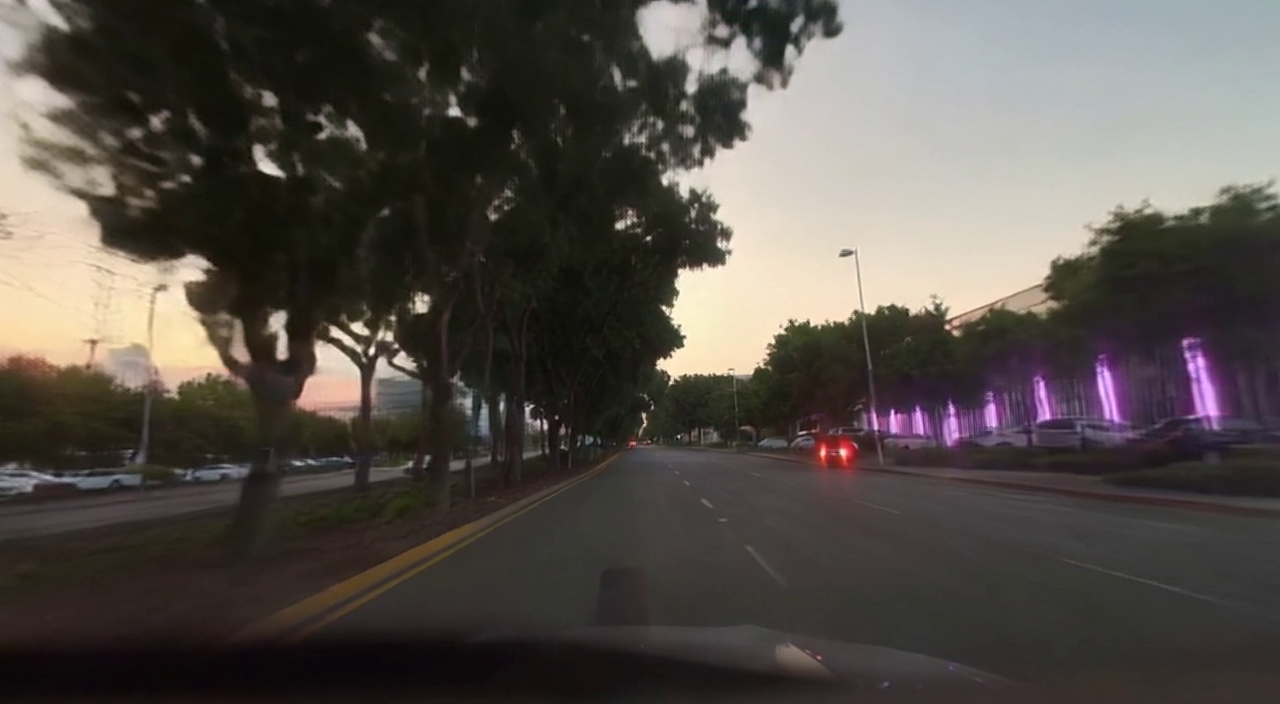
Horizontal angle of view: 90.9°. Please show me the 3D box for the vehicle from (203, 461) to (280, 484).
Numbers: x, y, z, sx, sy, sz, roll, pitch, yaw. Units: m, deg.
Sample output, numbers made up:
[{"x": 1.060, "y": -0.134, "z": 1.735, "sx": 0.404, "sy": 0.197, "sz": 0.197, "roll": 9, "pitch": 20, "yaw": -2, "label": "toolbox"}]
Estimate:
[{"x": -30.774, "y": 9.321, "z": 48.898, "sx": 4.735, "sy": 1.468, "sz": 2.047, "roll": 3, "pitch": -9, "yaw": -24, "label": "vehicle"}]

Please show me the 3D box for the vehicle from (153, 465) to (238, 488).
[{"x": -31.990, "y": 8.938, "z": 45.524, "sx": 4.540, "sy": 1.469, "sz": 1.933, "roll": 3, "pitch": -9, "yaw": -19, "label": "vehicle"}]
